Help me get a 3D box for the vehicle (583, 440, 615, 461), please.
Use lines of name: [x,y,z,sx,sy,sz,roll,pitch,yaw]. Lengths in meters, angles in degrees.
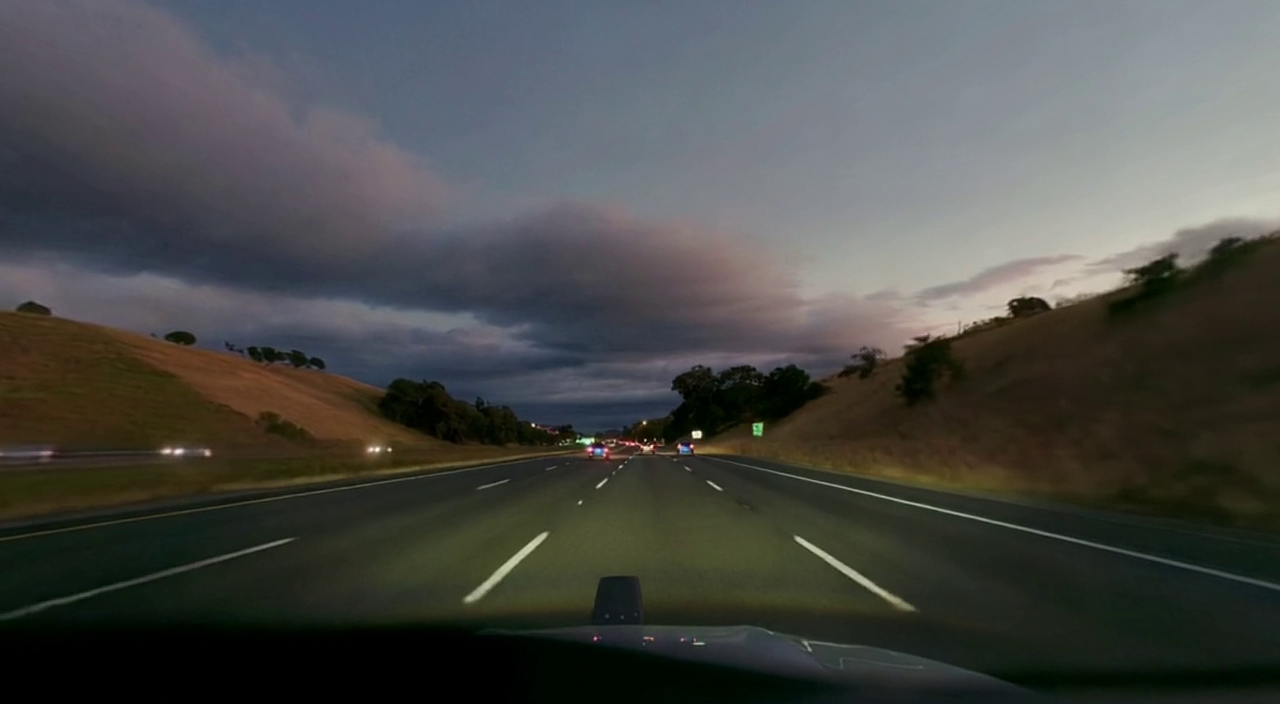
vehicle: [-3.192,7.760,49.976,2.159,1.562,4.441,0,-8,1]
